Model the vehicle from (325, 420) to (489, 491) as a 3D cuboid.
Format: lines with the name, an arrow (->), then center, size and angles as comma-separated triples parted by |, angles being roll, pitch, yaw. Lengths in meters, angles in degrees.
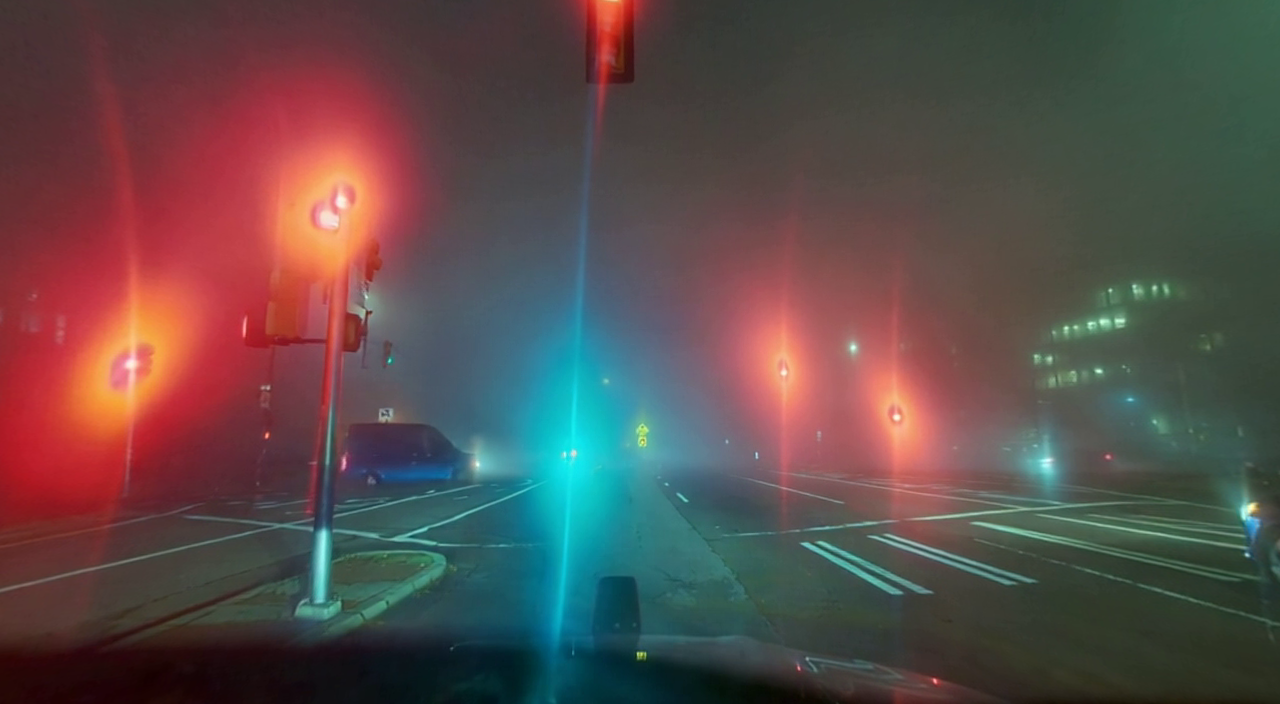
vehicle -> -11.207, 4.962, 30.439 | 7.088, 3.096, 2.678 | 3, -10, -24

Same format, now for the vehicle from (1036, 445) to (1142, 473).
vehicle -> 26.326, 6.263, 36.843 | 4.736, 1.542, 1.966 | 0, -9, -1
